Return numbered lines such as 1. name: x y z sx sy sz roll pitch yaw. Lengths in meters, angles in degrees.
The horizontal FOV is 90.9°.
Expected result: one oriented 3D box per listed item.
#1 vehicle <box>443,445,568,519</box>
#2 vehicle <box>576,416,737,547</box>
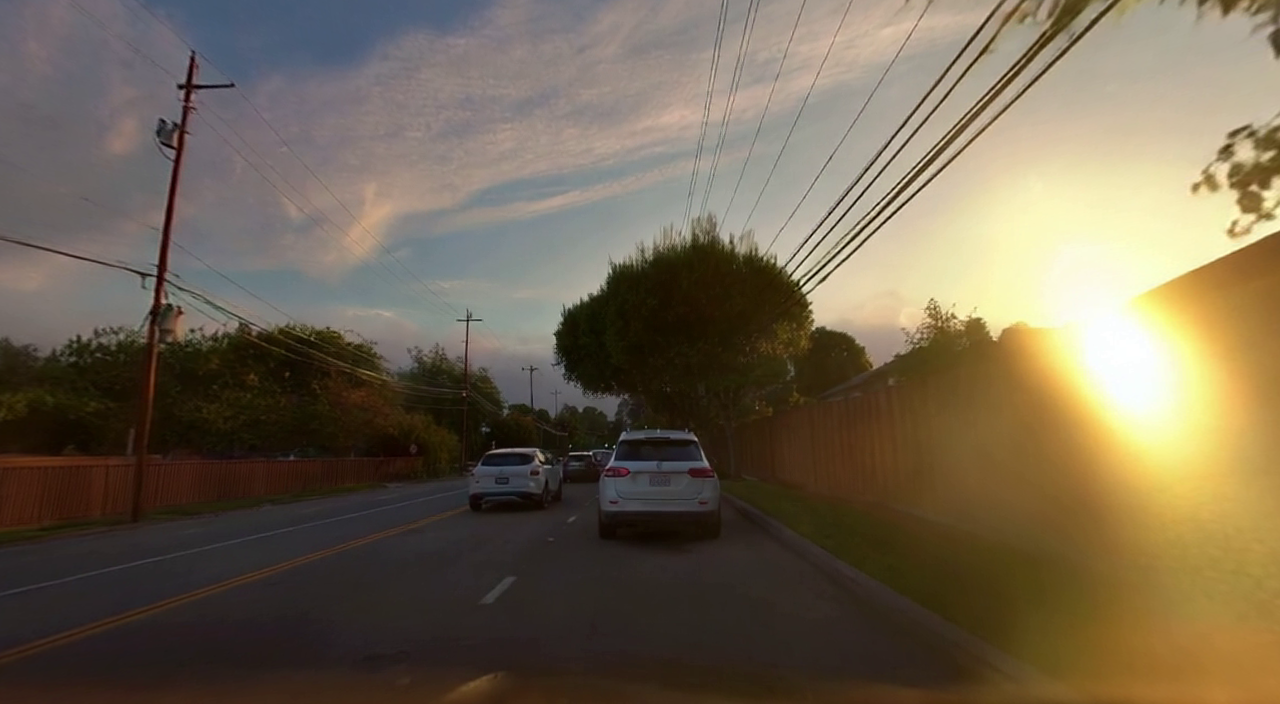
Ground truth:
1. vehicle: -2.954 2.939 14.816 1.979 1.489 4.006 0 -9 1
2. vehicle: 0.253 2.073 10.683 2.174 1.749 4.113 0 -9 1
